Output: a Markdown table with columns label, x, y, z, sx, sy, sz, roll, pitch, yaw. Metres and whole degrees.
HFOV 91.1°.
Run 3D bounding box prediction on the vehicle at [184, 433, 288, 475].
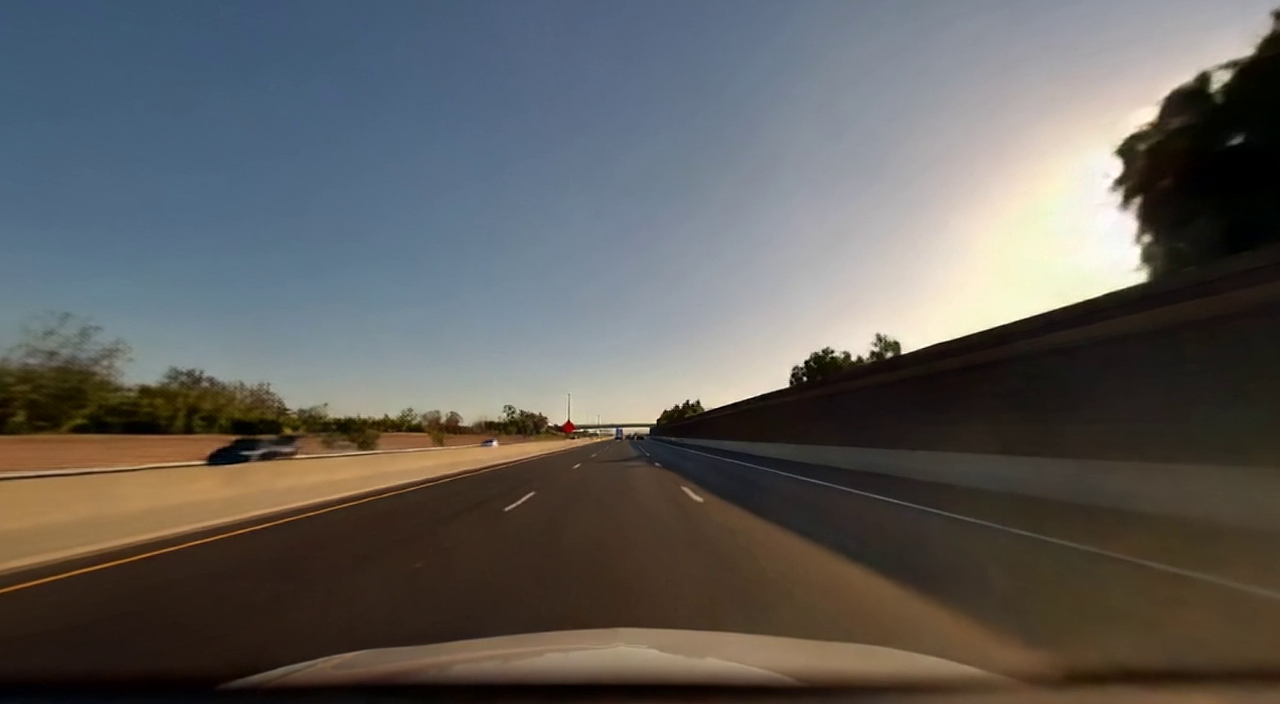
| label | x | y | z | sx | sy | sz | roll | pitch | yaw |
| --- | --- | --- | --- | --- | --- | --- | --- | --- | --- |
| vehicle | -20.022 | 5.031 | 31.450 | 2.028 | 1.902 | 4.798 | 0 | -8 | 0 |
